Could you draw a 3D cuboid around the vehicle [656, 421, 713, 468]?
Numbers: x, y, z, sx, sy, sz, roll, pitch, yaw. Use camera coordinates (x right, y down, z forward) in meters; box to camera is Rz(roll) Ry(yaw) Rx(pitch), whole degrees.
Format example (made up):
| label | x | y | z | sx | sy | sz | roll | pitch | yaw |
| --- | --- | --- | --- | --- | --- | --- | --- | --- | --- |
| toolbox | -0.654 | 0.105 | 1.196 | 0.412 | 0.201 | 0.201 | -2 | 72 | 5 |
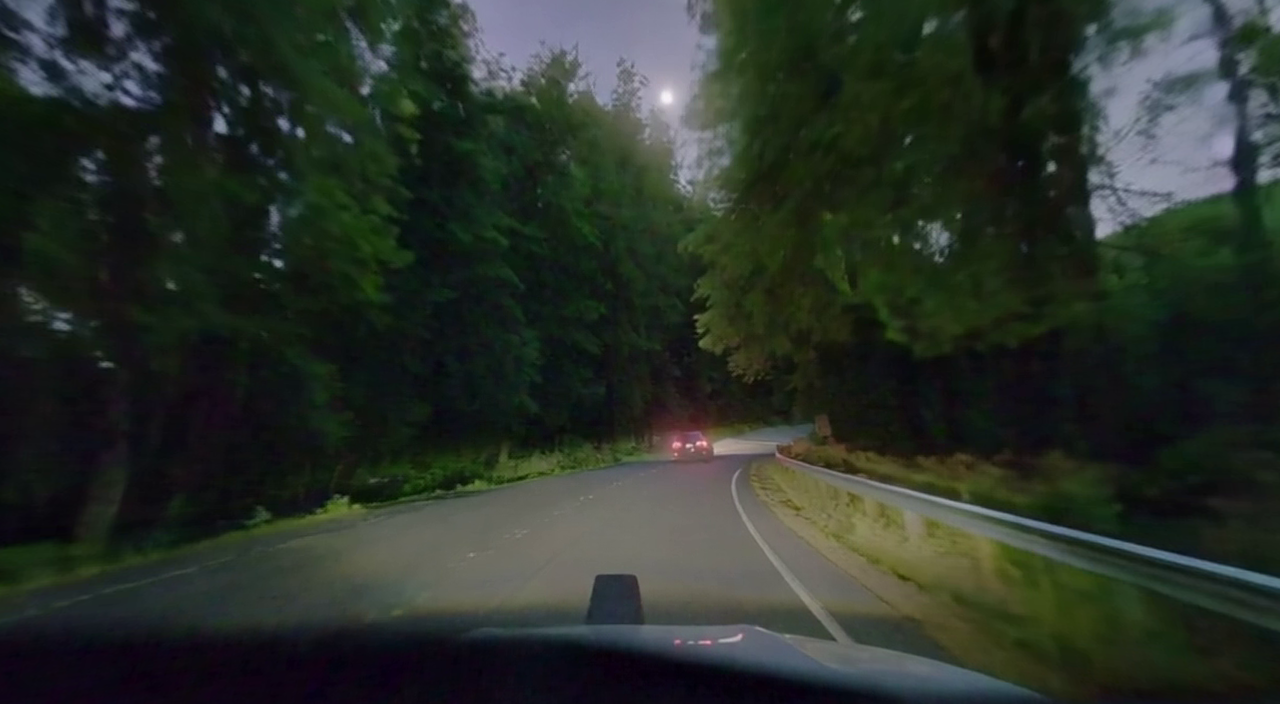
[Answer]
| label | x | y | z | sx | sy | sz | roll | pitch | yaw |
| --- | --- | --- | --- | --- | --- | --- | --- | --- | --- |
| vehicle | 2.328 | 4.646 | 31.656 | 2.469 | 1.953 | 5.605 | -6 | -9 | 5 |
